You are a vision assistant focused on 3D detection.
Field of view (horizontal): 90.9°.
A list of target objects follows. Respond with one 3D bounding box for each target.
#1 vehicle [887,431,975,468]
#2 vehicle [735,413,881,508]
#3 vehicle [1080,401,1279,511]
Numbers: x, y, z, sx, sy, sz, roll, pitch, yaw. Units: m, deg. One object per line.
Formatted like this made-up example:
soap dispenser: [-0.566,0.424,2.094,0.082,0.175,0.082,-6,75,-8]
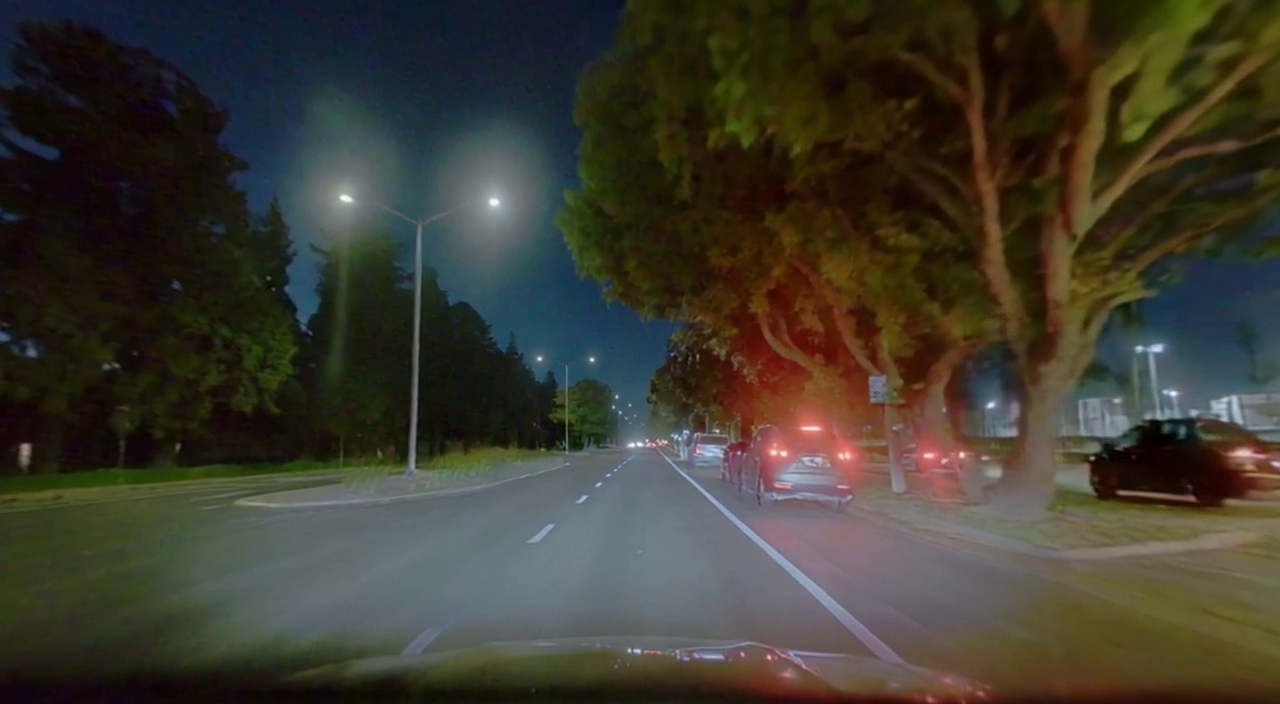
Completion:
vehicle: [14.540,4.920,31.904,2.227,1.720,4.959,0,-8,2]
vehicle: [3.632,2.437,14.566,2.144,1.848,4.159,0,-8,-1]
vehicle: [11.539,2.019,12.623,2.220,1.798,4.427,0,-8,0]
